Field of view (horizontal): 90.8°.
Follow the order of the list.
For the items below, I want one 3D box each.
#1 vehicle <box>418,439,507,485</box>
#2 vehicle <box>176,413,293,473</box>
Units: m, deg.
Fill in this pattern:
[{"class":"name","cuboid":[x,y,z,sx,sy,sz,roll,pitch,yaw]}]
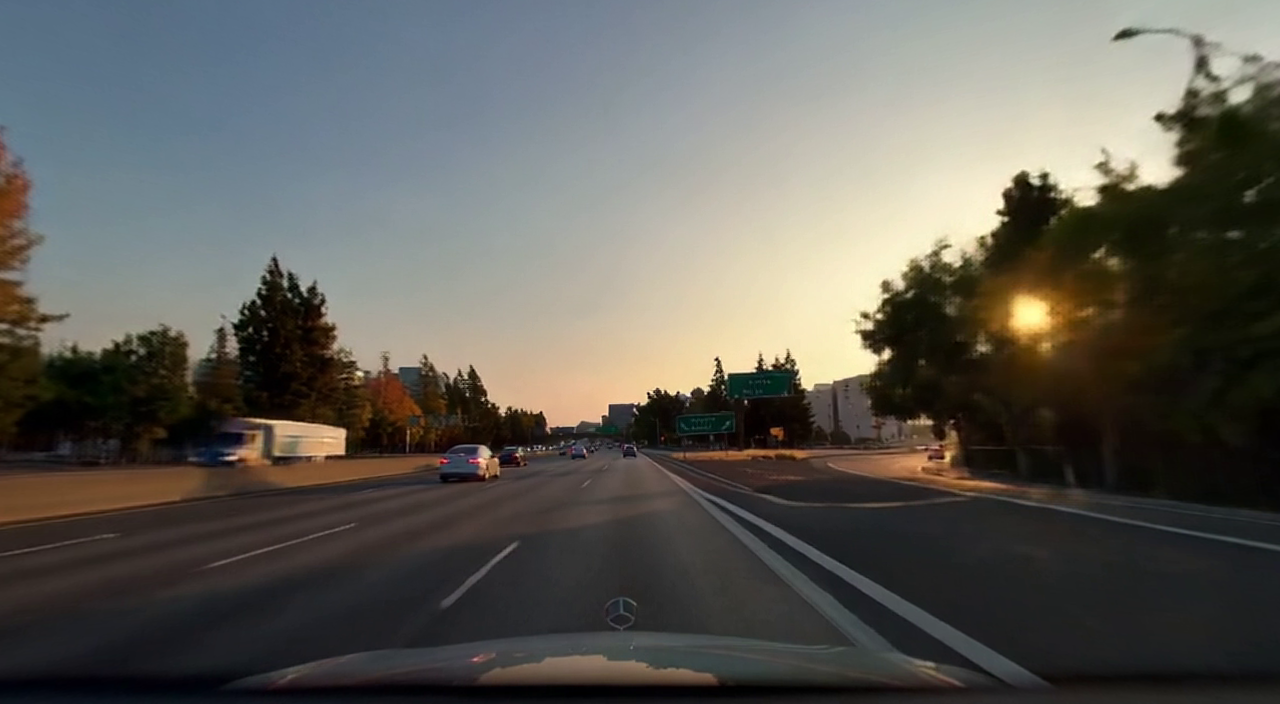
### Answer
[{"class":"vehicle","cuboid":[-6.746,4.222,24.586,2.016,1.606,4.806,0,-9,0]},{"class":"vehicle","cuboid":[-29.521,6.727,46.615,3.026,3.990,8.606,0,-9,-2]}]
